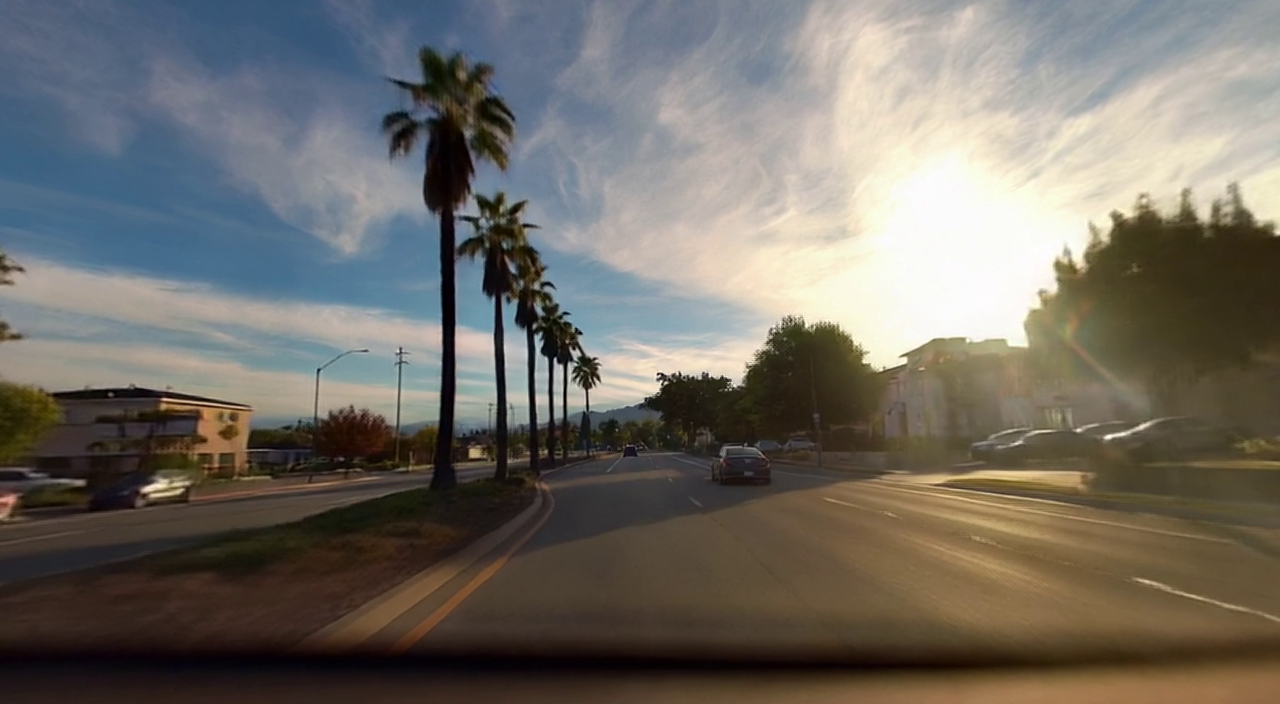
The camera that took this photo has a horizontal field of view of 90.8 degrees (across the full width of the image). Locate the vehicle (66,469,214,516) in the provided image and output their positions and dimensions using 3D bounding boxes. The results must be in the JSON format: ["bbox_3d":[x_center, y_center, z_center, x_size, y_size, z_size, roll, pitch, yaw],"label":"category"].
[{"bbox_3d":[-19.149,5.364,24.550,1.897,1.482,4.707,0,-9,0],"label":"vehicle"}]

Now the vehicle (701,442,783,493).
[{"bbox_3d":[3.241,3.755,20.996,1.989,1.492,4.689,0,-9,1],"label":"vehicle"}]
